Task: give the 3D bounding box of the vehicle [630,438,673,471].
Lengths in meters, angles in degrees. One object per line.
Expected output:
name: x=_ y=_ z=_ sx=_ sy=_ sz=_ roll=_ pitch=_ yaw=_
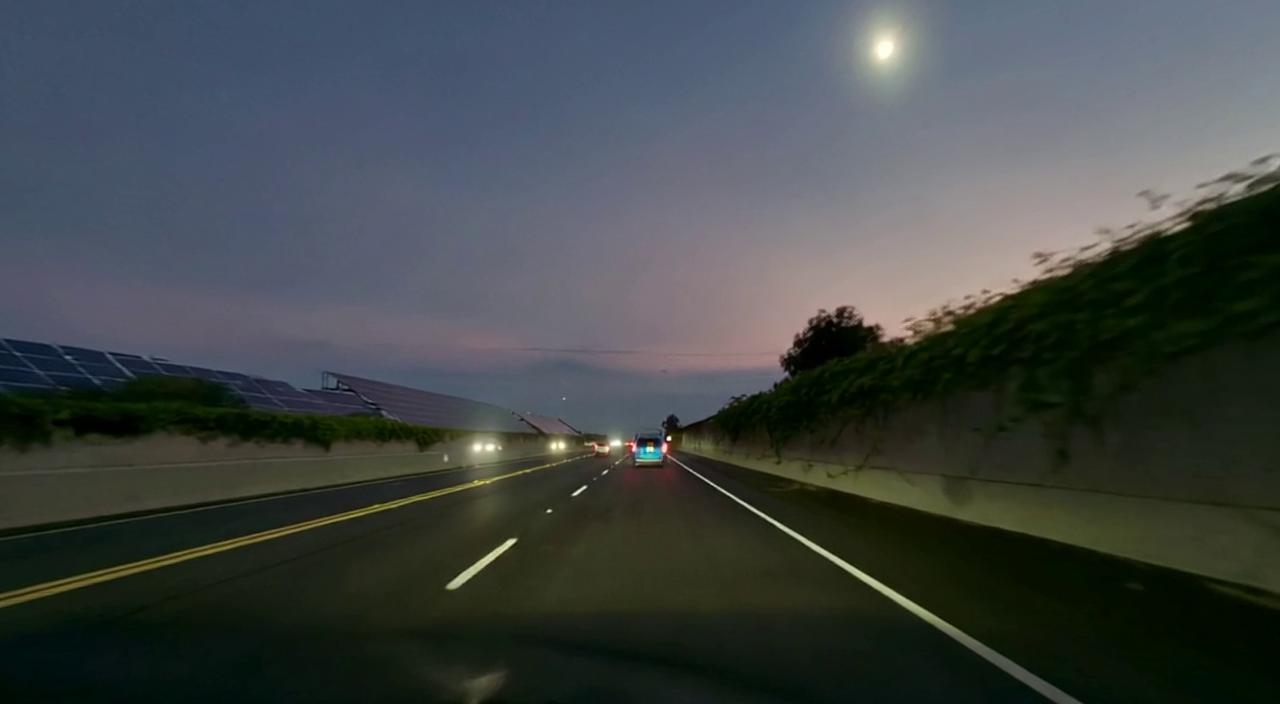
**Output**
vehicle: x=0.509 y=5.016 z=31.017 sx=1.997 sy=1.484 sz=3.409 roll=0 pitch=-8 yaw=-1
